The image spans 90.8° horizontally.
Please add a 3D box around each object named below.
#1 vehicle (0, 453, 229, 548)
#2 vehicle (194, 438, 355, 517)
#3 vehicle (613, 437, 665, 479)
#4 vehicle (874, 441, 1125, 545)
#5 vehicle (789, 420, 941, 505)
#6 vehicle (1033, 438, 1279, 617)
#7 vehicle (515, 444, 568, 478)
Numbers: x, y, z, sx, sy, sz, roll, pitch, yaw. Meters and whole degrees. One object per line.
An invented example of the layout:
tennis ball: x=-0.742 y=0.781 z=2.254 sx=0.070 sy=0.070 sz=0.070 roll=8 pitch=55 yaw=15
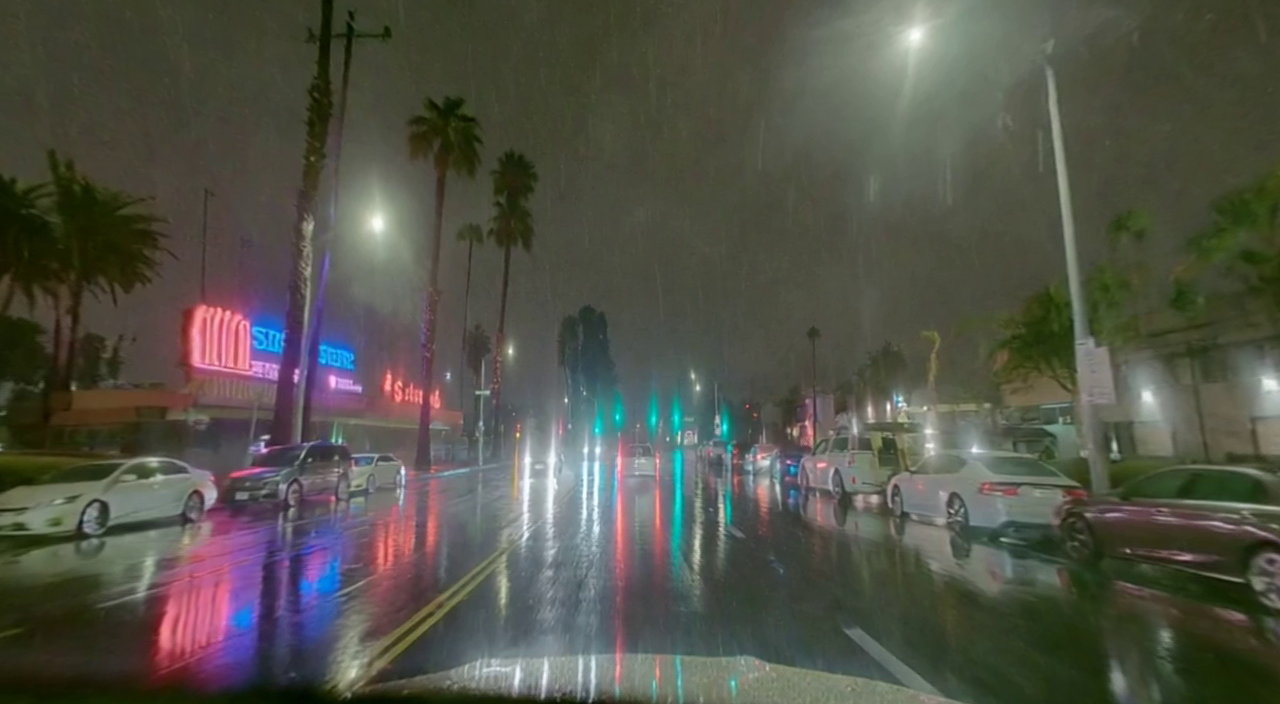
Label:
vehicle: x=-9.908 y=2.661 z=11.973 sx=1.640 sy=1.461 sz=3.936 roll=0 pitch=-9 yaw=-1
vehicle: x=-9.791 y=3.319 z=17.440 sx=1.818 sy=1.740 sz=4.555 roll=-3 pitch=-7 yaw=-1
vehicle: x=-0.078 y=4.627 z=27.798 sx=2.063 sy=1.664 sz=4.471 roll=0 pitch=-8 yaw=-1
vehicle: x=6.210 y=2.437 z=11.774 sx=1.786 sy=1.492 sz=4.874 roll=0 pitch=-8 yaw=0
vehicle: x=6.279 y=3.166 z=18.628 sx=2.257 sy=2.074 sz=5.857 roll=0 pitch=-8 yaw=0
vehicle: x=6.394 y=1.616 z=6.188 sx=1.864 sy=1.515 sz=4.763 roll=0 pitch=-8 yaw=-3
vehicle: x=-4.524 y=5.026 z=29.506 sx=1.916 sy=1.453 sz=4.315 roll=0 pitch=-8 yaw=-2
